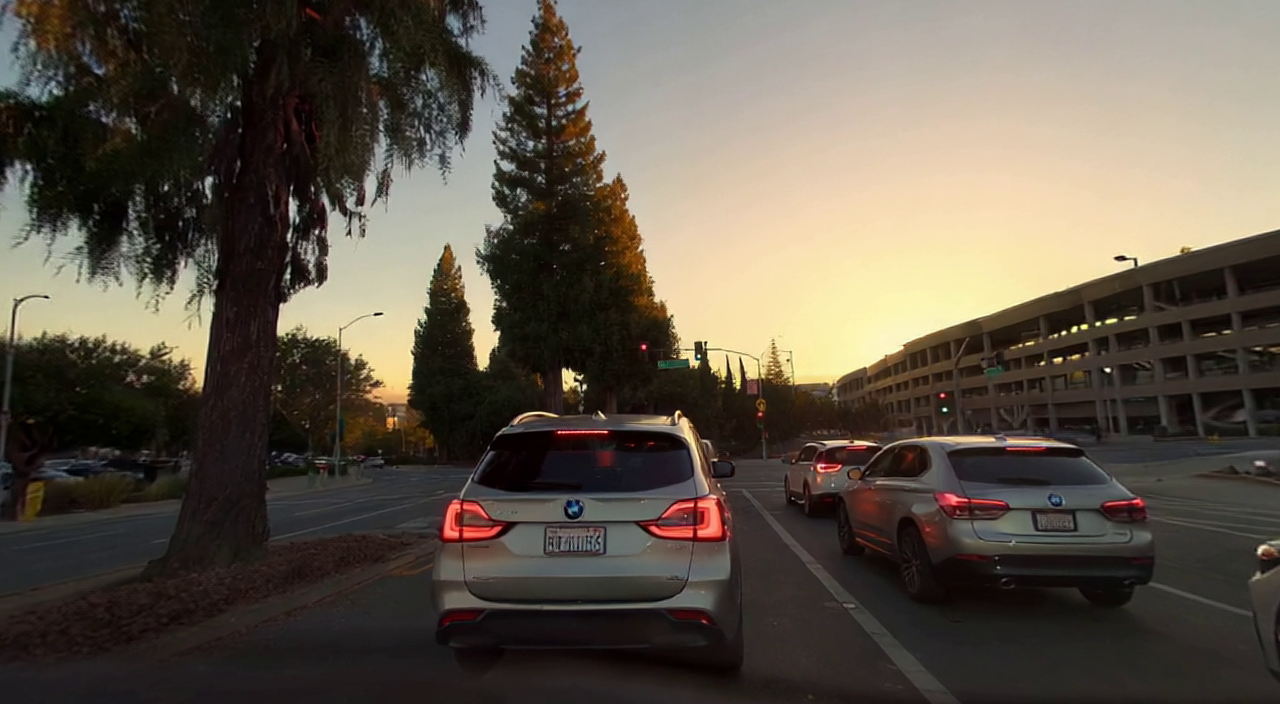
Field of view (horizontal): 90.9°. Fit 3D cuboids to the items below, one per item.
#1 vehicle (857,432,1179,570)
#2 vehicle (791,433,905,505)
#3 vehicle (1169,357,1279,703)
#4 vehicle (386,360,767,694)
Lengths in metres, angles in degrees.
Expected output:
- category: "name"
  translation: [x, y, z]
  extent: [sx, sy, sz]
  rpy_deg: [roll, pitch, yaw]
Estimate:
- category: "vehicle"
  translation: [4.891, 1.959, 9.173]
  extent: [1.963, 1.480, 4.553]
  rpy_deg: [0, -8, 2]
- category: "vehicle"
  translation: [5.325, 3.030, 16.736]
  extent: [1.994, 1.638, 4.100]
  rpy_deg: [-1, -9, 6]
- category: "vehicle"
  translation: [4.054, 0.599, 1.106]
  extent: [1.993, 1.719, 4.953]
  rpy_deg: [0, -8, 1]
- category: "vehicle"
  translation: [-0.211, 1.232, 5.563]
  extent: [2.021, 1.742, 4.295]
  rpy_deg: [-1, -8, 4]
